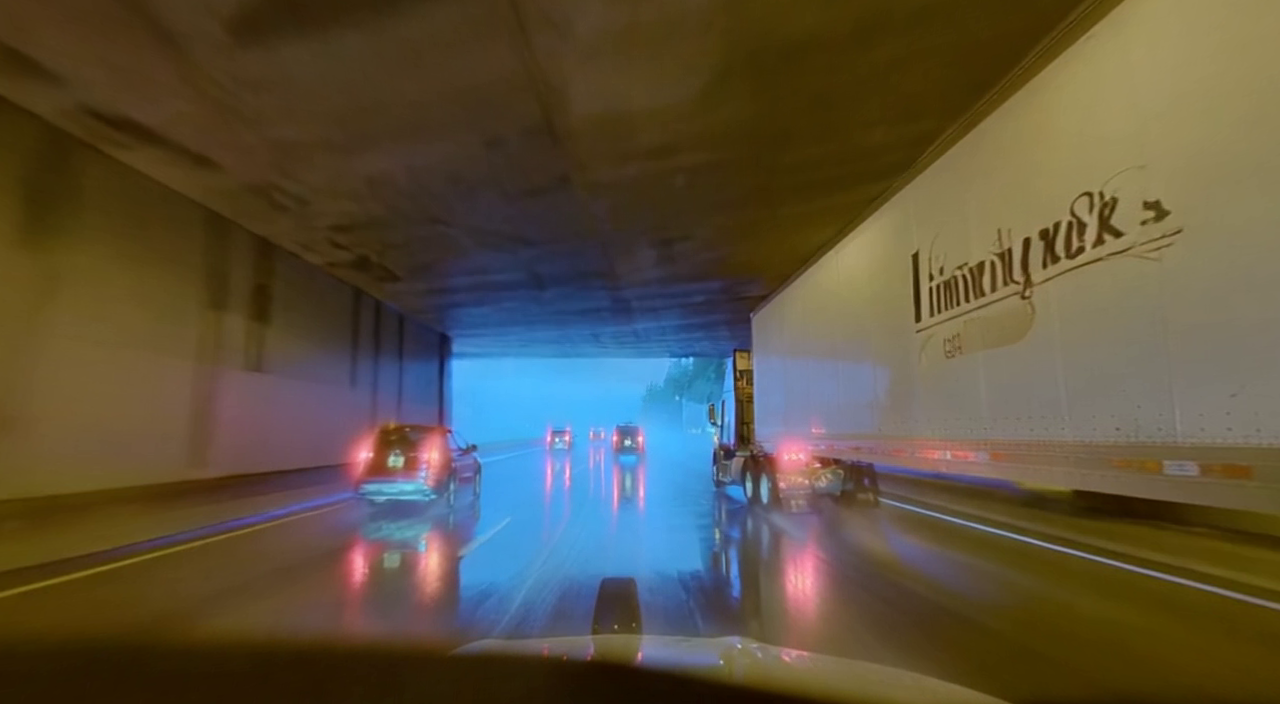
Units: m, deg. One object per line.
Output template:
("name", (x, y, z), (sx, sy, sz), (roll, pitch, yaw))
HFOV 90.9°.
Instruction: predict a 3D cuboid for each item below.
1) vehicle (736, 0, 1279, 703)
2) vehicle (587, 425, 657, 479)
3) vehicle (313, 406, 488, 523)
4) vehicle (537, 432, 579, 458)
("vehicle", (3.672, 0.149, 6.490), (2.842, 4.108, 14.081), (0, -8, -1))
("vehicle", (-0.576, 3.243, 20.723), (2.094, 1.600, 3.666), (0, -8, -1))
("vehicle", (-3.845, 1.833, 10.673), (1.826, 1.695, 2.870), (0, -8, -1))
("vehicle", (-4.797, 5.492, 37.262), (2.019, 1.435, 4.317), (0, -8, -2))
